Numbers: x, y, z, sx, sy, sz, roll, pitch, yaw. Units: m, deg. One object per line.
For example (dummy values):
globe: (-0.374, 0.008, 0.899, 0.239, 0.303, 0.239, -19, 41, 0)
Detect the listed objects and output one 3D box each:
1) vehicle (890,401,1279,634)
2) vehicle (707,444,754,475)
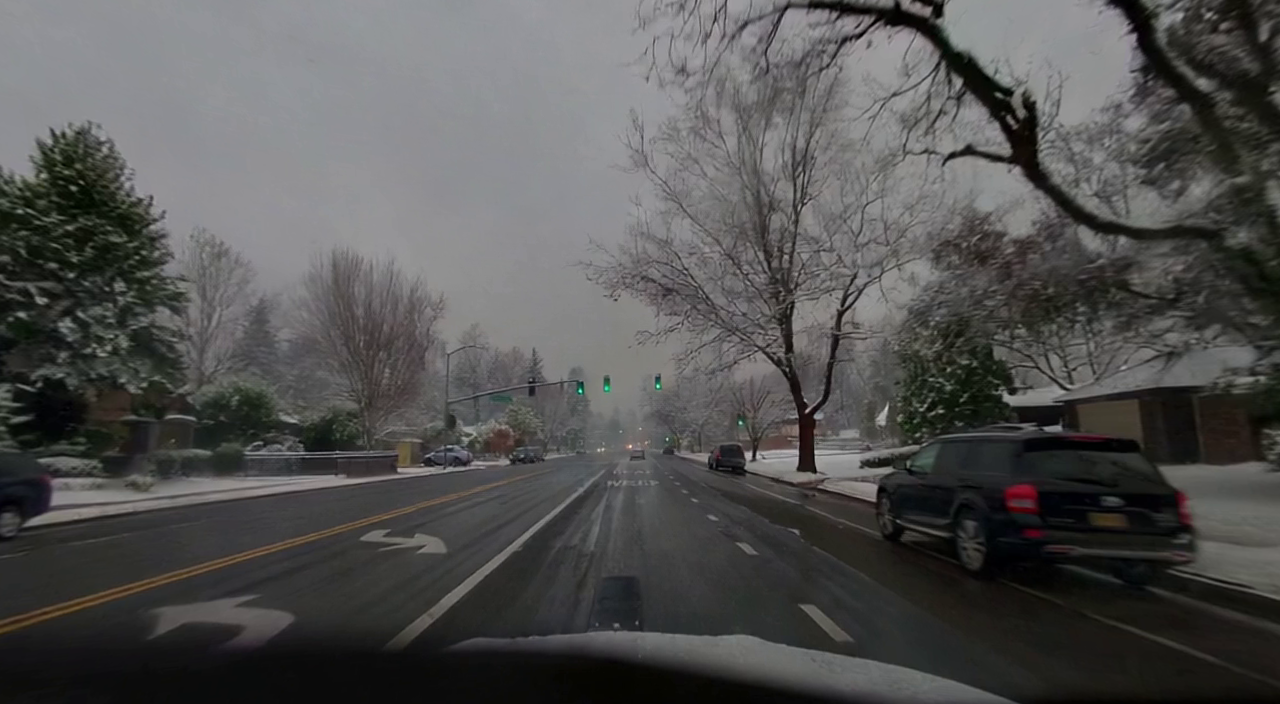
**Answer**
vehicle: (4.882, 1.709, 7.389, 2.182, 1.755, 4.351, 5, -8, 2)
vehicle: (5.085, 6.117, 36.101, 1.979, 1.637, 4.321, 0, -9, -1)
